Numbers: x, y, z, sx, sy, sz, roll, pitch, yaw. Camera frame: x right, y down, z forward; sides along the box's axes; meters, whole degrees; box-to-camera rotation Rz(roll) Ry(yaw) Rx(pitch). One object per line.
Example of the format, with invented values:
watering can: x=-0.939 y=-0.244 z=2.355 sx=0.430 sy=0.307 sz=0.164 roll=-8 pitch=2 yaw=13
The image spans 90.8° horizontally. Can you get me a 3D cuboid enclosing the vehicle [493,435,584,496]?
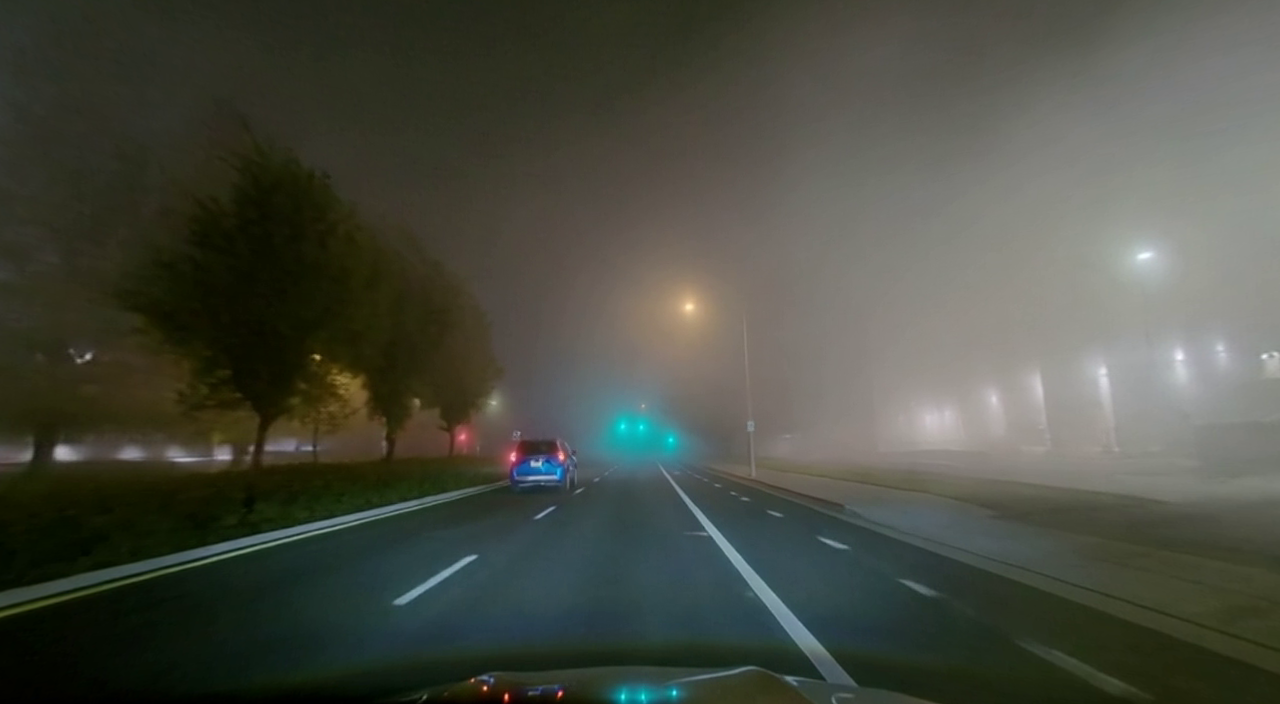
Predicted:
vehicle: x=-3.091 y=3.578 z=20.287 sx=2.121 sy=1.724 sz=4.392 roll=0 pitch=-9 yaw=1
